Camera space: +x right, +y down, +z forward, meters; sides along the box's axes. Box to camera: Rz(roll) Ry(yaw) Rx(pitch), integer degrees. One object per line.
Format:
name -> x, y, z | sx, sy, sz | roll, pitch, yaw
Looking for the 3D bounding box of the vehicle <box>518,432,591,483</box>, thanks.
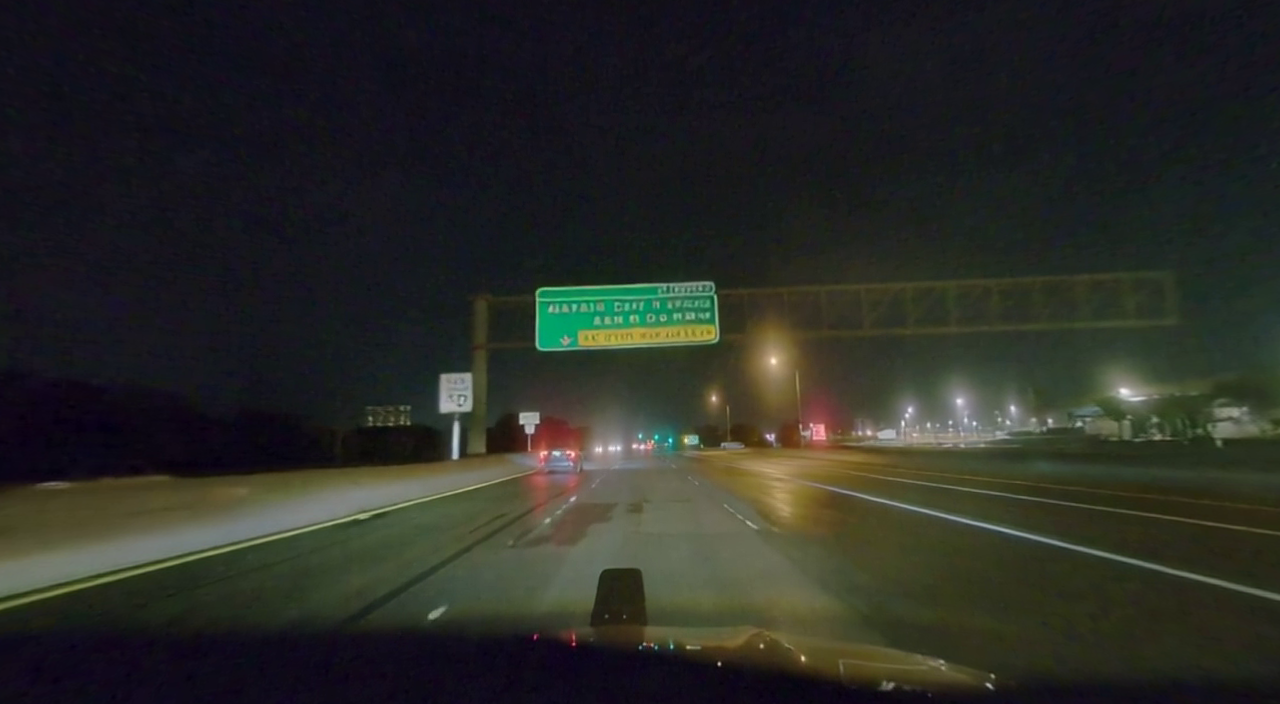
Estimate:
vehicle -> -3.054, 3.885, 23.494 | 2.072, 1.706, 4.359 | 0, -8, 1
